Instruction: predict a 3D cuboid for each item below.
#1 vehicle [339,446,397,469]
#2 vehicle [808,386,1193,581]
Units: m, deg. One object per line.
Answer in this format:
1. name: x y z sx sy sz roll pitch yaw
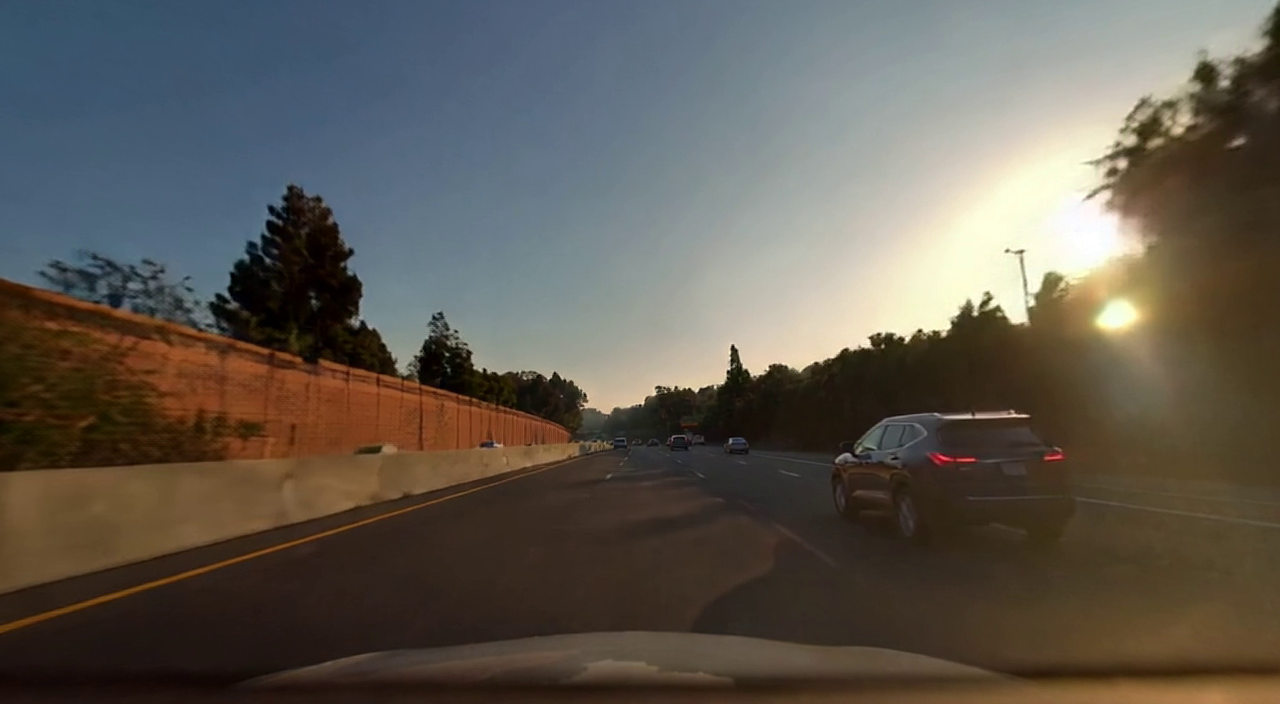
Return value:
1. vehicle: -18.008 6.973 41.933 1.805 1.465 4.453 -1 -8 1
2. vehicle: 3.973 1.556 8.231 2.190 1.783 4.637 0 -8 -1
